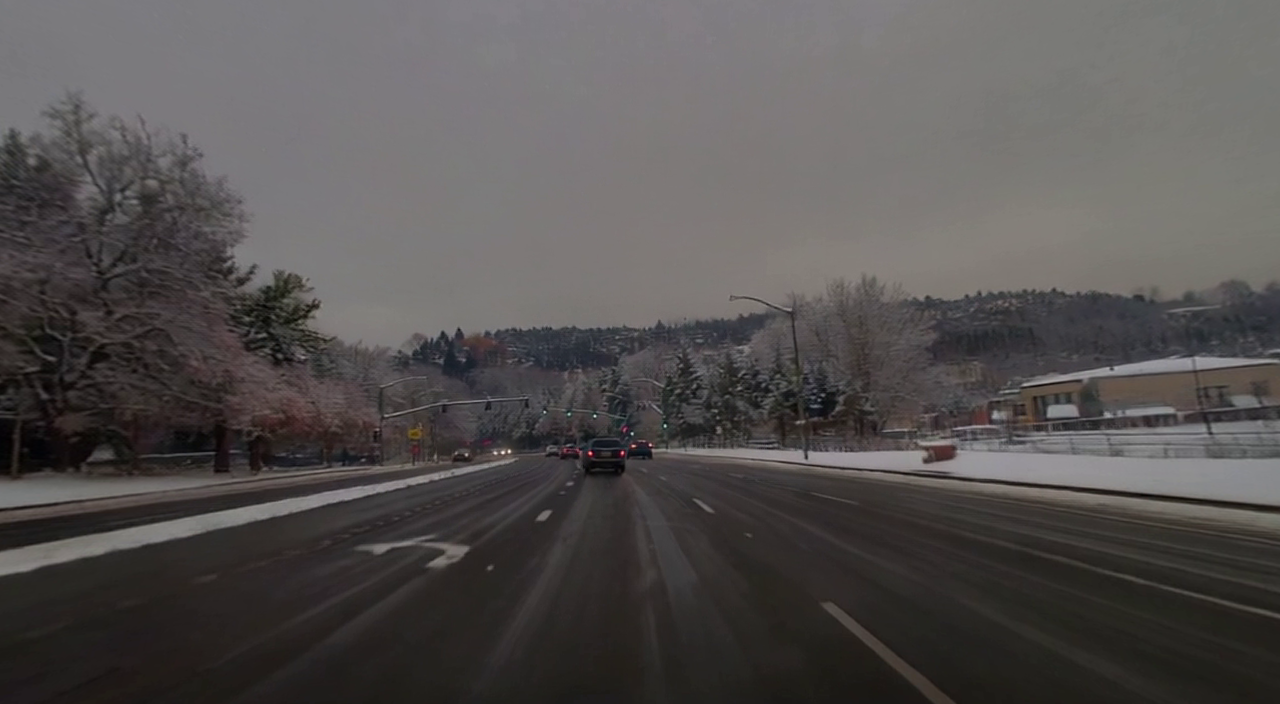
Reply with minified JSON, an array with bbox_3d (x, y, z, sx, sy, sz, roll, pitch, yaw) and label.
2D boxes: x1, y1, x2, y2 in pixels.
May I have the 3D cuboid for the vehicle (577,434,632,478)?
[{"bbox_3d":[-1.633,4.524,27.755,2.253,1.756,4.313,1,-8,-5],"label":"vehicle"}]
